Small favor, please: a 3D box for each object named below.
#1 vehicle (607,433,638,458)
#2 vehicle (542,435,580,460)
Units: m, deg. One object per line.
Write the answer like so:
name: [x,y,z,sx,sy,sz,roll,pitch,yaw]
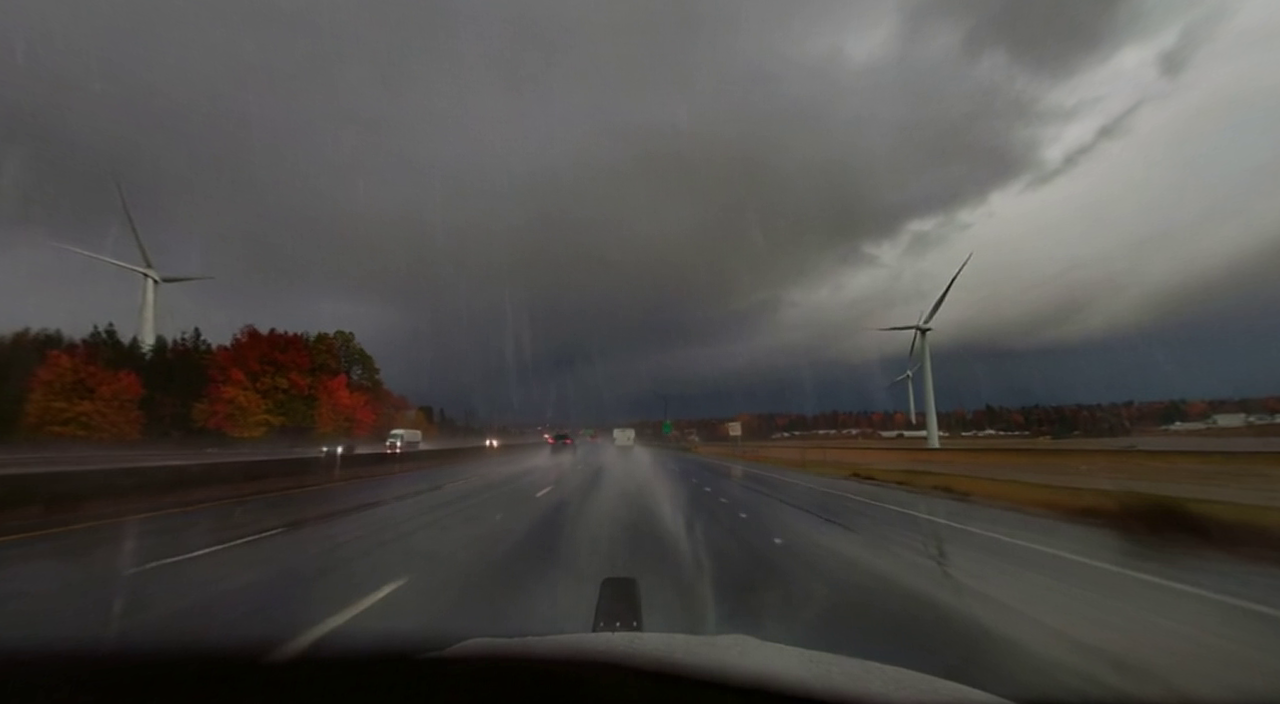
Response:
vehicle: [-1.292,7.145,48.138,2.213,1.774,4.563,0,-8,-1]
vehicle: [-5.273,6.425,42.509,2.062,1.622,4.153,0,-8,-1]
